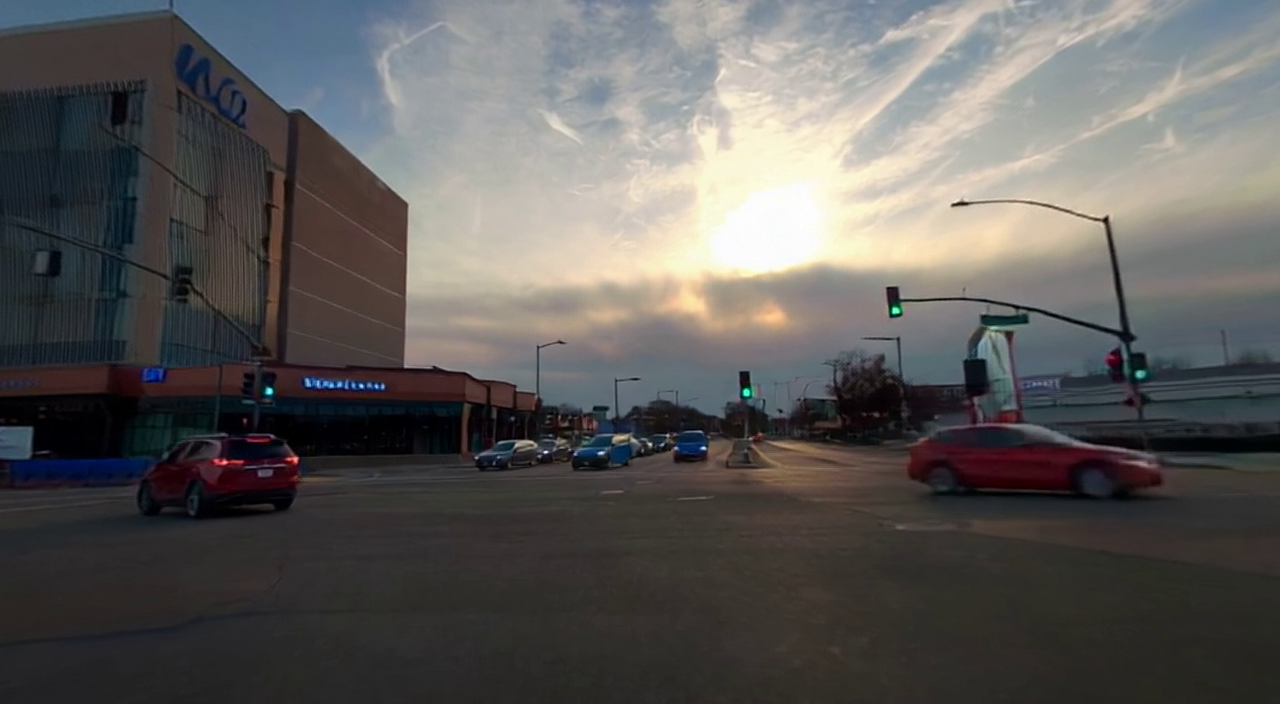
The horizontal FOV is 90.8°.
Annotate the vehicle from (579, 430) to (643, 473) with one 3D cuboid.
[{"bbox_3d":[-1.238,4.551,29.072,2.162,1.788,4.602,-2,-8,8],"label":"vehicle"}]

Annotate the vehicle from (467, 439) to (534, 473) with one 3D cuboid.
[{"bbox_3d":[-7.179,5.369,32.987,2.005,1.596,4.342,-2,-8,8],"label":"vehicle"}]

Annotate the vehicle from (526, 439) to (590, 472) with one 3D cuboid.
[{"bbox_3d":[-4.058,5.170,31.877,2.163,1.529,4.210,-2,-8,8],"label":"vehicle"}]

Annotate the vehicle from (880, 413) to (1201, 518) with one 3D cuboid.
[{"bbox_3d":[7.474,2.114,12.315,2.142,1.607,4.733,6,-10,-38],"label":"vehicle"}]

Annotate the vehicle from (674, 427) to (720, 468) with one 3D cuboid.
[{"bbox_3d":[2.943,4.893,32.588,2.160,1.948,4.784,-1,-8,6],"label":"vehicle"}]

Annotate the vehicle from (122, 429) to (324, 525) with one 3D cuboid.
[{"bbox_3d":[-9.272,2.640,13.967,4.445,1.762,2.238,-7,-10,36],"label":"vehicle"}]
